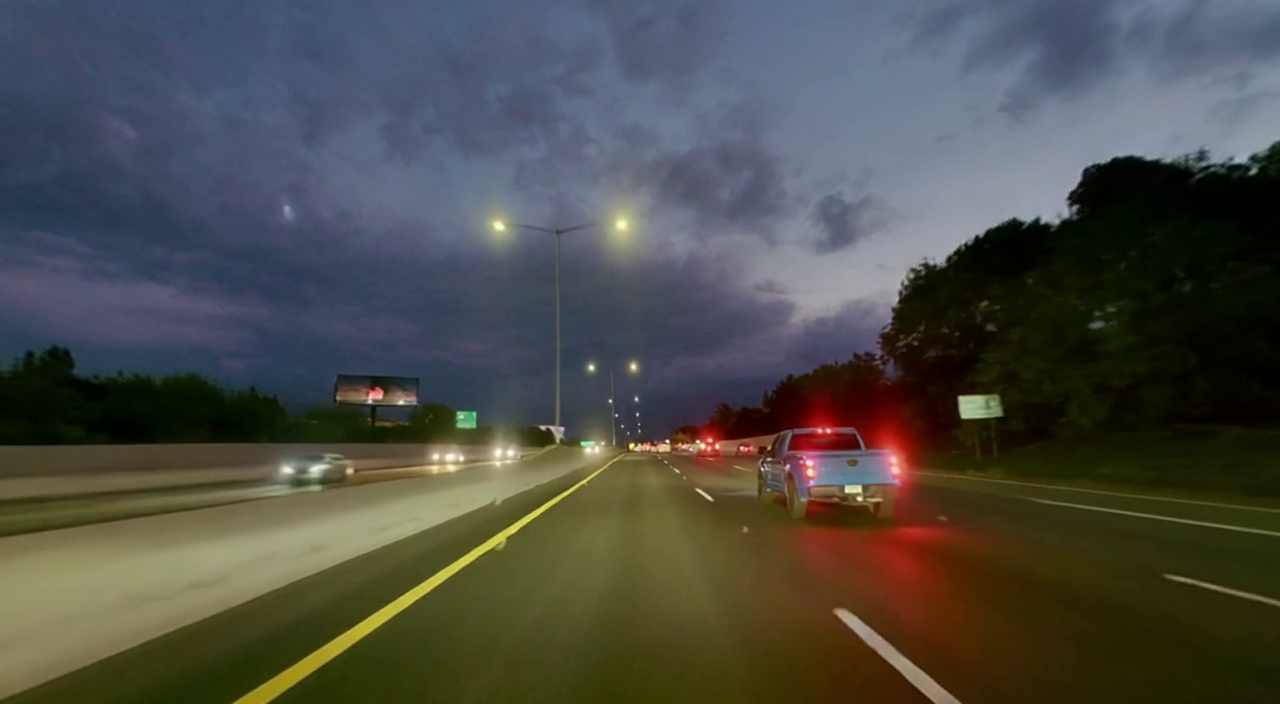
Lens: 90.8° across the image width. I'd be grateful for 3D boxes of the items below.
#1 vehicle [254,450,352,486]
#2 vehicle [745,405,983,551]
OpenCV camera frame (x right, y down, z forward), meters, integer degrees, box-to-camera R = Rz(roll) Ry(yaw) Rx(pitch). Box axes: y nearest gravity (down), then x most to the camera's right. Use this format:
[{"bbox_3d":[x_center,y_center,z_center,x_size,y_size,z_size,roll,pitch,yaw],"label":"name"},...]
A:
[{"bbox_3d":[-15.306,5.263,29.026,1.969,1.469,4.702,0,-9,-1],"label":"vehicle"},{"bbox_3d":[3.039,1.832,9.805,1.973,1.710,4.476,0,-9,-1],"label":"vehicle"}]
